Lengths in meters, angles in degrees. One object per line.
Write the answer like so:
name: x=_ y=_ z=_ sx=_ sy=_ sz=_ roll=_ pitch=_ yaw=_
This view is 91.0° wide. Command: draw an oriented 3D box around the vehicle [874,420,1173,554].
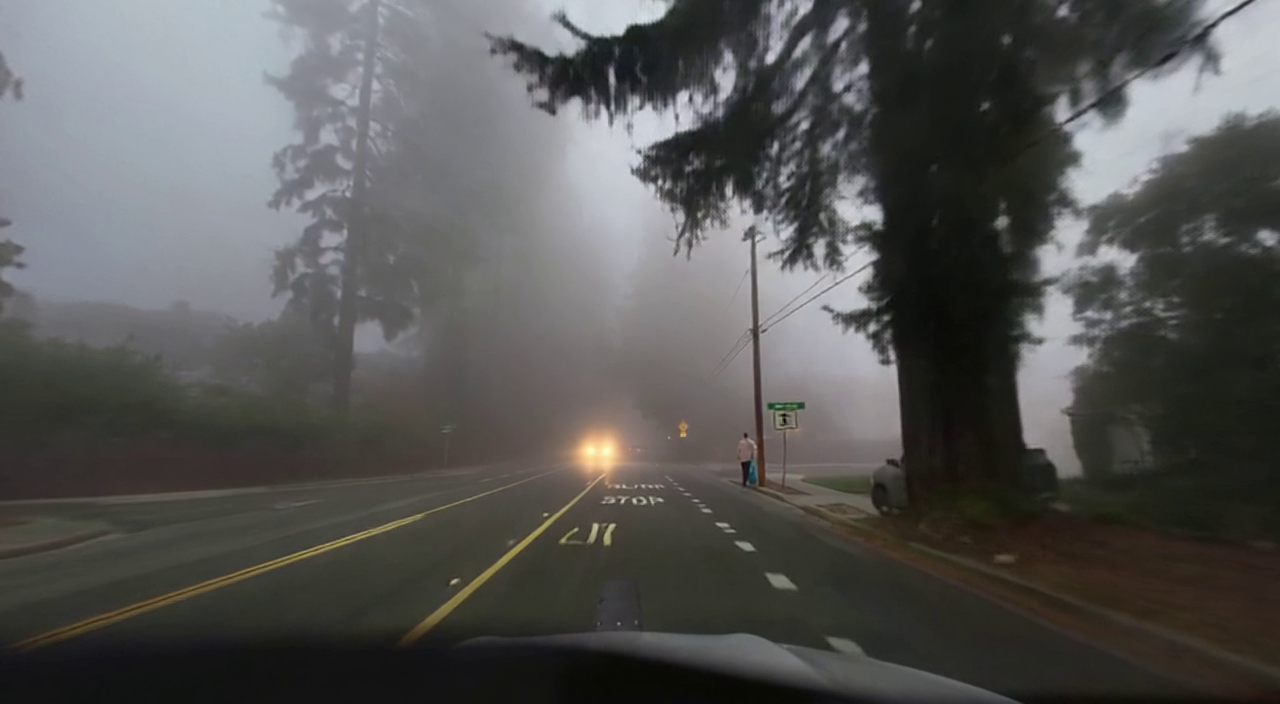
vehicle: x=5.863 y=2.112 z=10.556 sx=2.096 sy=1.713 sz=4.606 roll=0 pitch=-9 yaw=0
